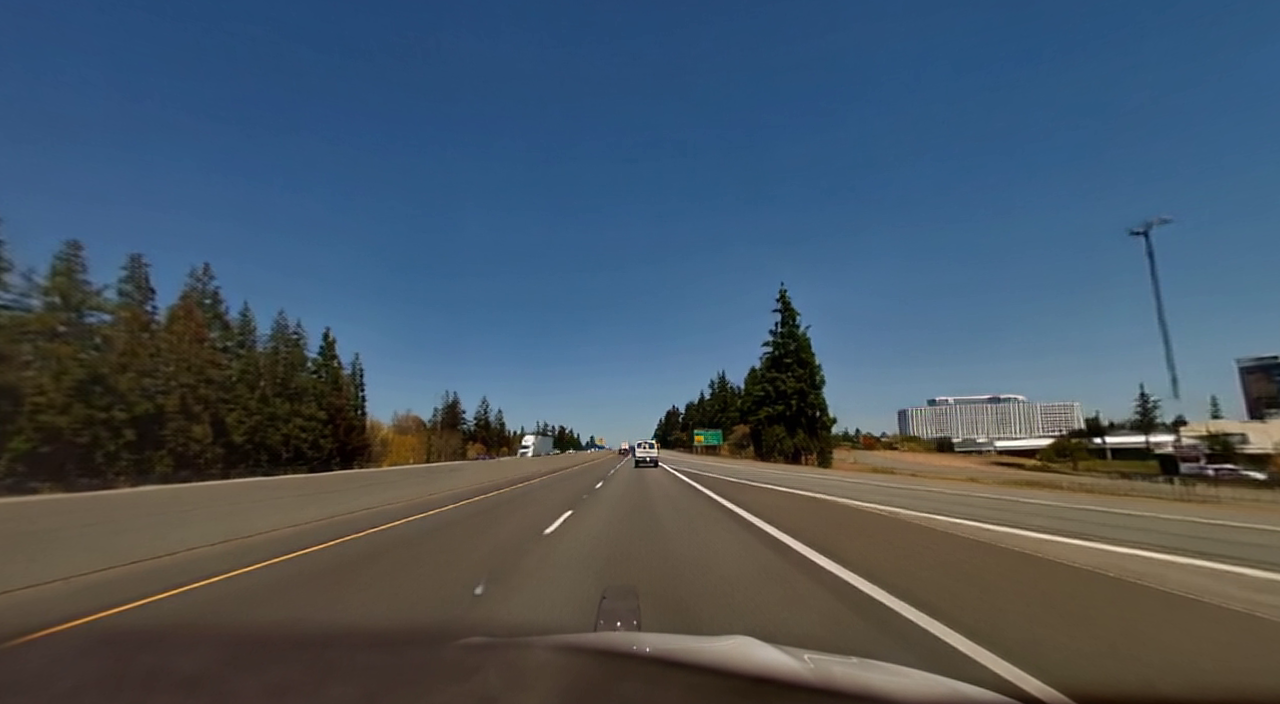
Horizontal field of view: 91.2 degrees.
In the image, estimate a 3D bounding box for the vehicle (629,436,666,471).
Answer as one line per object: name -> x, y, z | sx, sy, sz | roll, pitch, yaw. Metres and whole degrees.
vehicle -> 0.488, 6.508, 40.320 | 2.268, 2.122, 4.595 | -1, -9, 1
